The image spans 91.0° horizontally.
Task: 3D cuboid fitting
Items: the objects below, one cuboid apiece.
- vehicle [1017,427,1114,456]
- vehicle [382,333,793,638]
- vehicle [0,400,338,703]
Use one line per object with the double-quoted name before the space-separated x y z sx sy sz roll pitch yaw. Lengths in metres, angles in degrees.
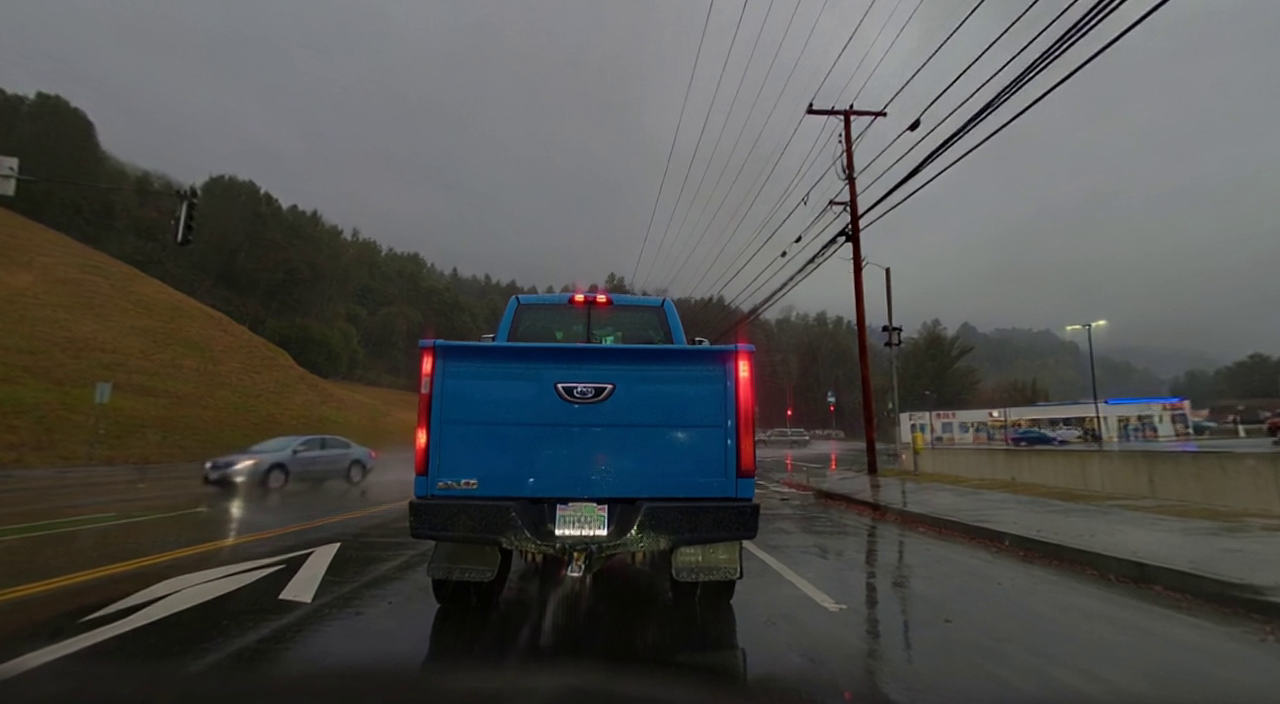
"vehicle" 25.574 5.397 37.930 4.419 1.496 1.854 -2 -9 1
"vehicle" -0.420 1.327 7.216 2.859 2.144 5.406 0 -9 -1
"vehicle" -3.958 1.193 3.989 2.017 1.555 4.150 -1 -9 0
